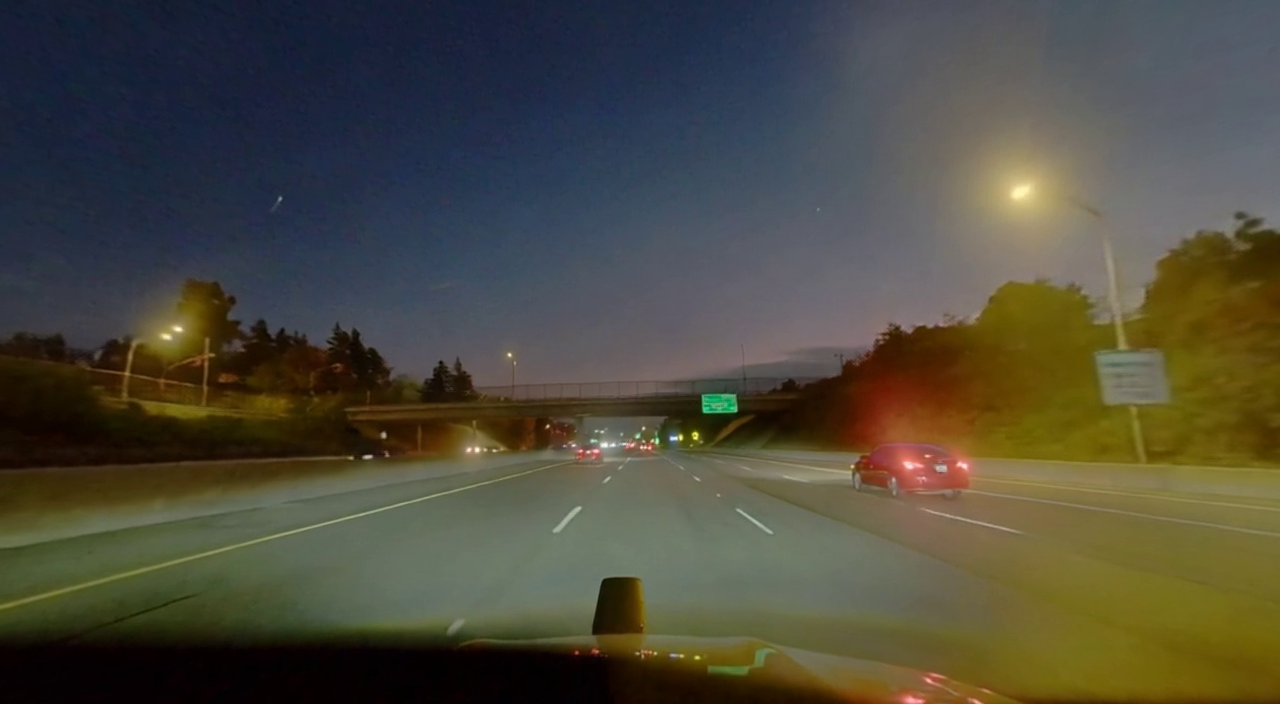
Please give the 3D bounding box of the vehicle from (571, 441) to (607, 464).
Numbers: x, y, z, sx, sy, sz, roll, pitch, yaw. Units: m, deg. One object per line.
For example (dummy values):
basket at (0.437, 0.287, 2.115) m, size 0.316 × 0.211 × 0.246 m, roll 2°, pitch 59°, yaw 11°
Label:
vehicle at (-3.629, 7.258, 45.579) m, size 2.085 × 1.533 × 4.861 m, roll 0°, pitch -8°, yaw 1°

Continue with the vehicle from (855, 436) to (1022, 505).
vehicle at (7.157, 2.871, 15.792) m, size 1.914 × 1.465 × 4.574 m, roll 0°, pitch -8°, yaw 0°
